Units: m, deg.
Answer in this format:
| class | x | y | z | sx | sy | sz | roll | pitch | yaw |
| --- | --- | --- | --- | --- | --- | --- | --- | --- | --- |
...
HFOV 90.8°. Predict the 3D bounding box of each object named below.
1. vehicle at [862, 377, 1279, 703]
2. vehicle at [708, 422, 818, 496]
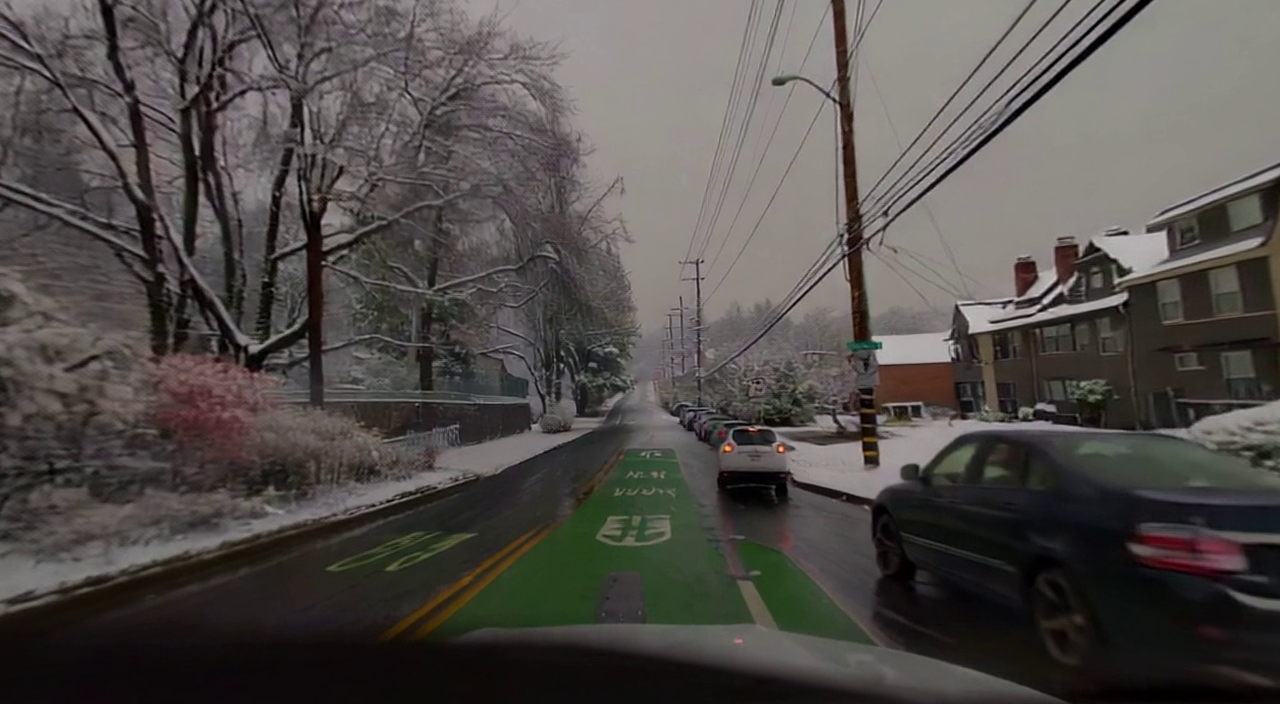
| class | x | y | z | sx | sy | sz | roll | pitch | yaw |
| --- | --- | --- | --- | --- | --- | --- | --- | --- | --- |
| vehicle | 3.446 | 1.277 | 4.839 | 1.909 | 1.694 | 4.472 | 0 | -9 | 1 |
| vehicle | 3.016 | 2.563 | 15.450 | 2.235 | 1.500 | 4.496 | -2 | -9 | 12 |
